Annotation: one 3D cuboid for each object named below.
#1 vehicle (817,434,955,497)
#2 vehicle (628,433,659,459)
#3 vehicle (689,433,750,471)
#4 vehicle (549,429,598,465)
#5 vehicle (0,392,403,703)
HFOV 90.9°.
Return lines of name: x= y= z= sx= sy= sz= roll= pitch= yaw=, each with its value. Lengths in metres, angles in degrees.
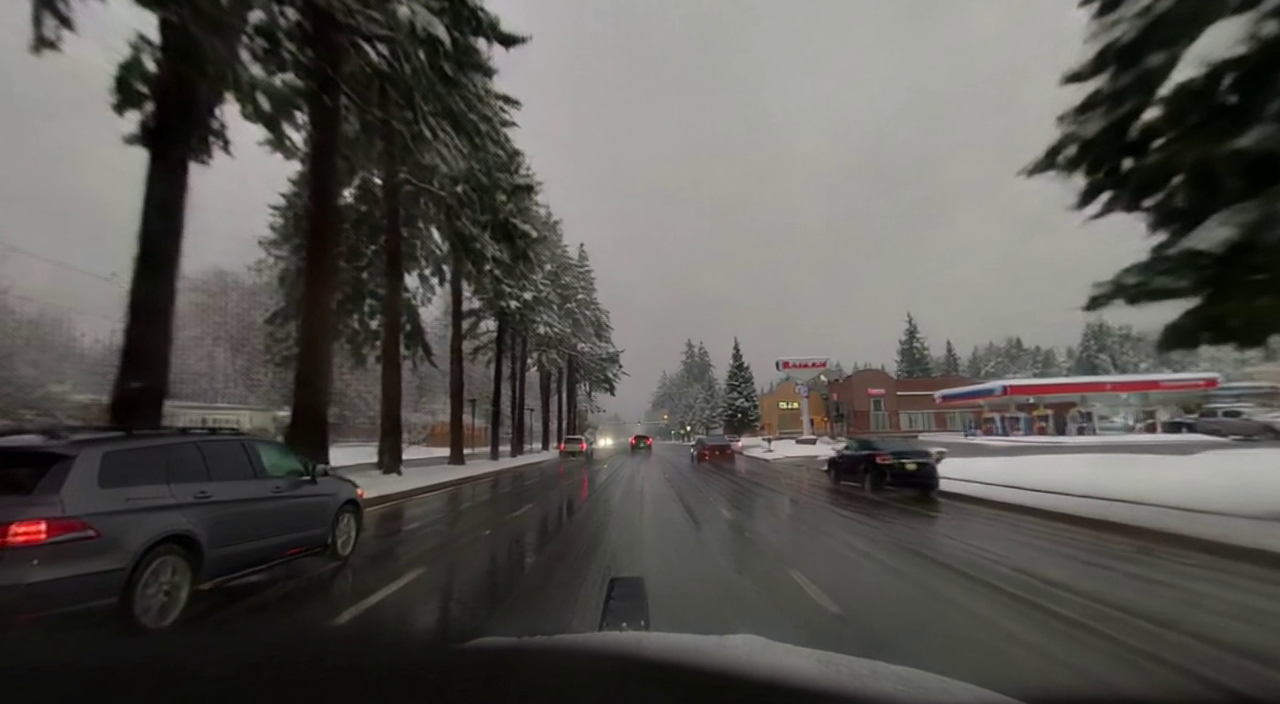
vehicle: x=6.299 y=2.928 z=16.741 sx=1.856 sy=1.421 sz=4.357 roll=0 pitch=-8 yaw=-1
vehicle: x=0.203 y=5.960 z=40.125 sx=1.922 sy=1.579 sz=3.642 roll=0 pitch=-8 yaw=0
vehicle: x=3.313 y=4.276 z=27.208 sx=2.010 sy=1.486 sz=4.498 roll=0 pitch=-8 yaw=-1
vehicle: x=-3.429 y=5.038 z=33.509 sx=2.051 sy=1.747 sz=4.370 roll=0 pitch=-8 yaw=1
vehicle: x=-4.040 y=1.280 z=5.308 sx=1.988 sy=1.530 sz=5.155 roll=0 pitch=-8 yaw=1
